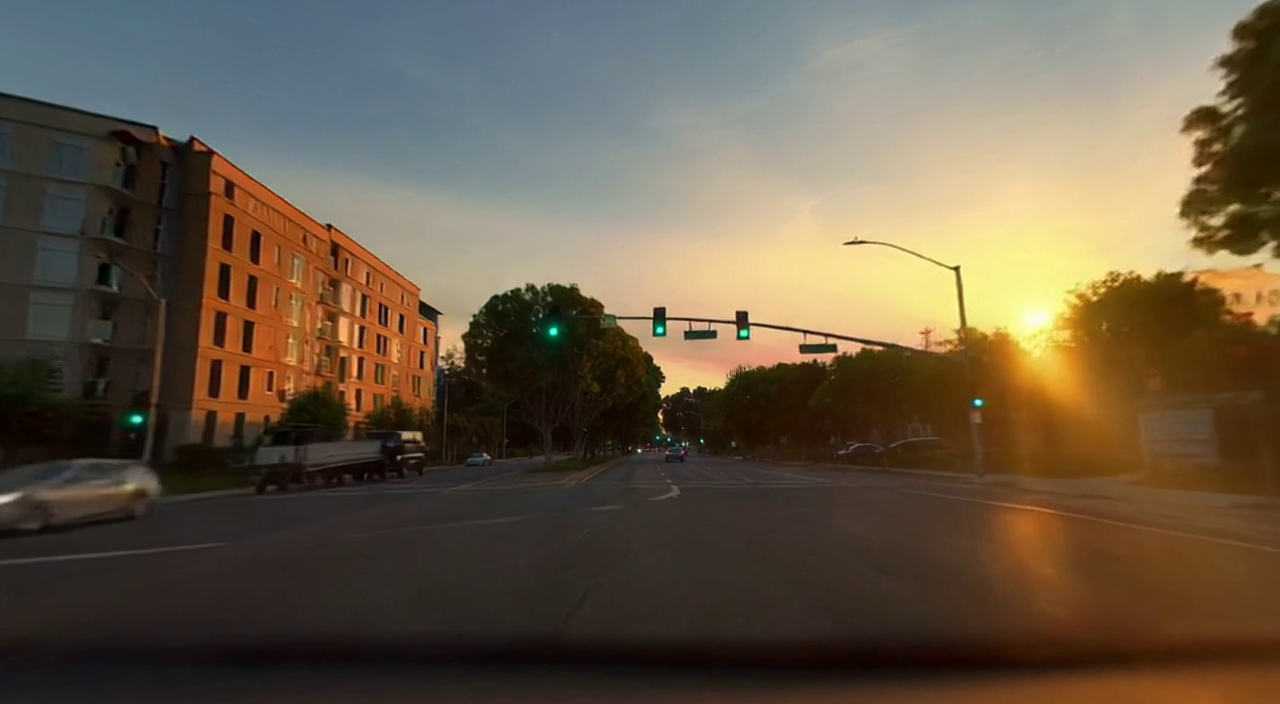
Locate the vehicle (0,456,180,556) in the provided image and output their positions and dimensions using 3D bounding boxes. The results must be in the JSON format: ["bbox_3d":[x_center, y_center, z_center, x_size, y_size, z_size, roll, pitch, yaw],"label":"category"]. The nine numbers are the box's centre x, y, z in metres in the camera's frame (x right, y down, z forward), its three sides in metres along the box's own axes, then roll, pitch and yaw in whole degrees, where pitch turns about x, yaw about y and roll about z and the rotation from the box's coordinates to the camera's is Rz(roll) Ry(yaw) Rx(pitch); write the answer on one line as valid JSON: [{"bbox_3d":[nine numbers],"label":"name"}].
[{"bbox_3d":[-12.302,3.048,13.153,2.030,1.702,4.488,0,-9,0],"label":"vehicle"}]

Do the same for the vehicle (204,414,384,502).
[{"bbox_3d":[-15.696,4.958,29.990,3.028,3.424,9.908,0,-9,-1],"label":"vehicle"}]
